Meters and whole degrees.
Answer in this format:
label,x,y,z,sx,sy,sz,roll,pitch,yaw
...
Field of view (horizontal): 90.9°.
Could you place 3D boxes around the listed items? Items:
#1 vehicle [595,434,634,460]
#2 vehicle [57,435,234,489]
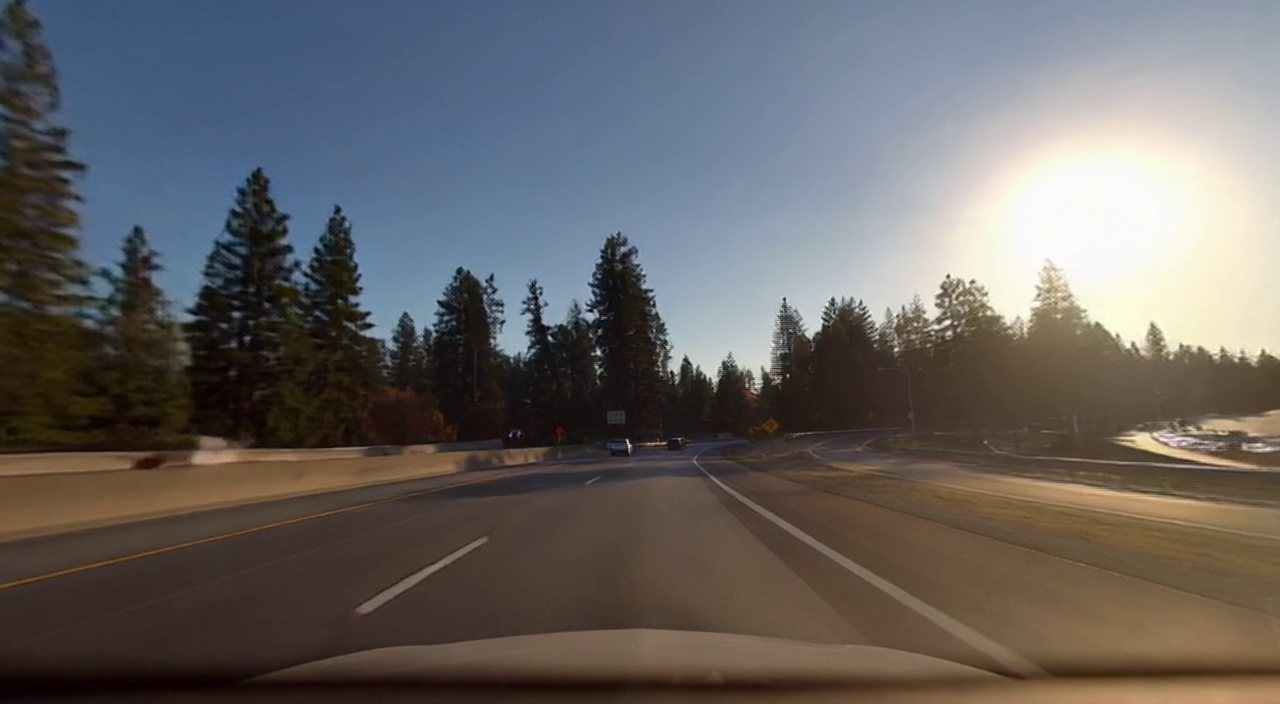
label,x,y,z,sx,sy,sz,roll,pitch,yaw
vehicle,-1.719,6.678,44.395,2.129,1.742,4.217,-1,-8,6
vehicle,-16.111,3.592,20.939,2.036,1.554,4.510,-1,-8,3
